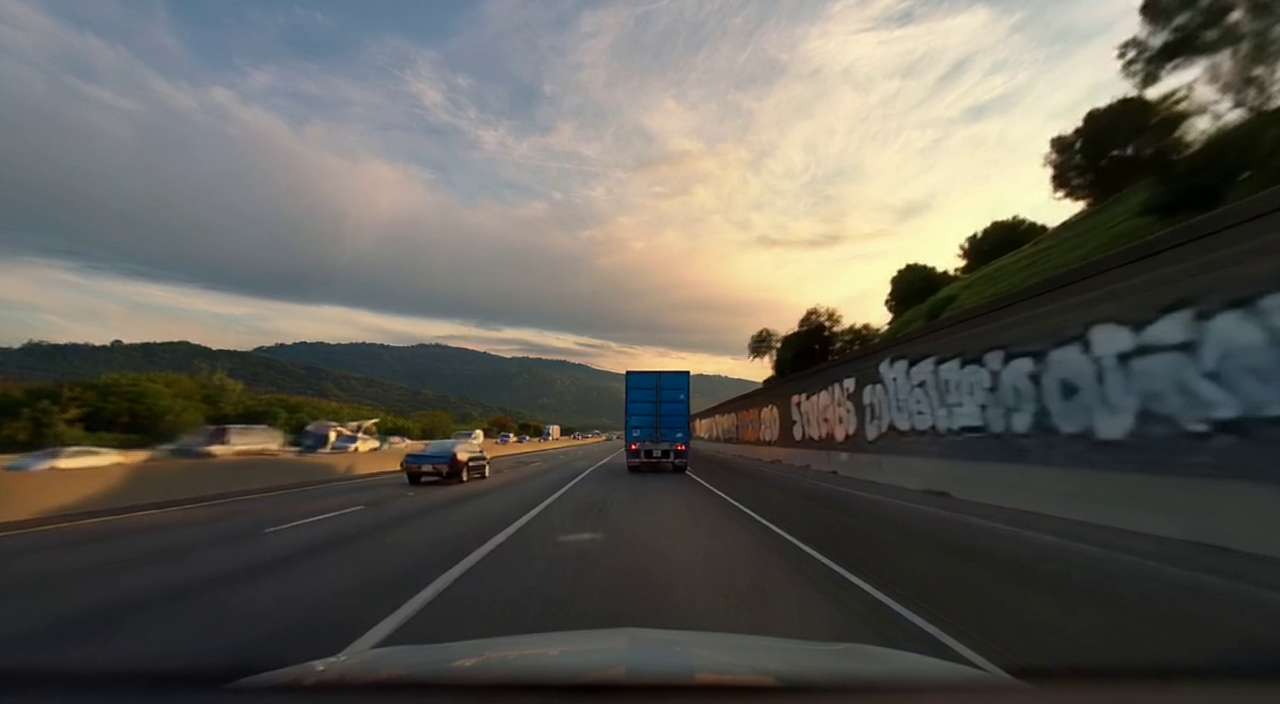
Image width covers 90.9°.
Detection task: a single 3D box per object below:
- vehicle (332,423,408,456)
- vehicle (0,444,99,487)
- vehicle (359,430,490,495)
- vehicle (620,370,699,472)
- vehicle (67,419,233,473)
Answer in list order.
[{"bbox_3d":[-14.781,4.823,34.813,2.061,1.711,4.859,0,-8,0],"label":"vehicle"},{"bbox_3d":[-22.490,4.126,23.276,1.718,1.411,3.785,0,-8,-1],"label":"vehicle"},{"bbox_3d":[-5.734,2.969,17.483,1.982,1.535,4.519,0,-8,1],"label":"vehicle"},{"bbox_3d":[0.596,3.268,28.806,2.921,3.765,10.773,0,-8,-1],"label":"vehicle"},{"bbox_3d":[-14.230,2.755,18.632,1.862,1.426,3.821,0,-8,-1],"label":"vehicle"}]
